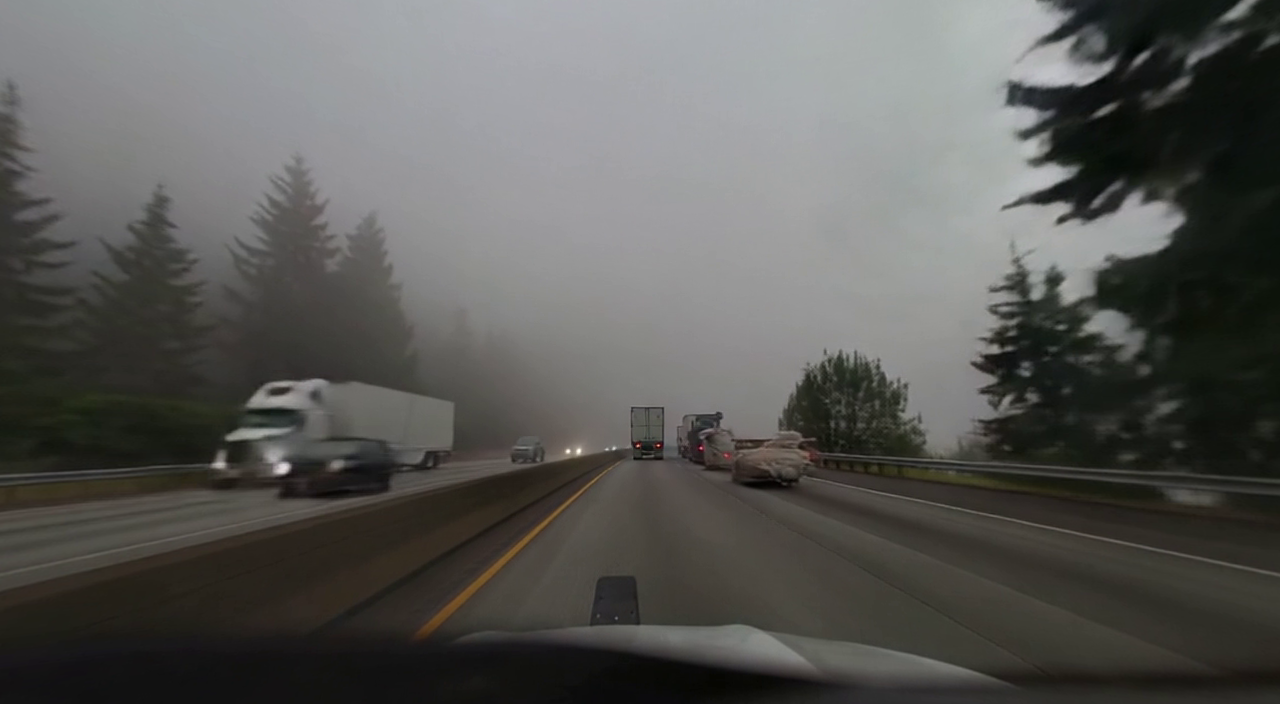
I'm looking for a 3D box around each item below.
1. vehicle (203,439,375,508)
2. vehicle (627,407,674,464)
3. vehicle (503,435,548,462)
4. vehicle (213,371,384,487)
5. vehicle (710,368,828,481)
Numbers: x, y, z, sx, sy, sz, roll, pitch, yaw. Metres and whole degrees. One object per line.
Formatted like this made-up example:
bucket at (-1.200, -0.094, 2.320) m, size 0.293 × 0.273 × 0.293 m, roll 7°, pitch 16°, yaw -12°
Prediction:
vehicle at (-8.708, 3.009, 16.176) m, size 1.900 × 1.495 × 4.478 m, roll 0°, pitch -8°, yaw -1°
vehicle at (0.585, 5.319, 39.895) m, size 2.644 × 3.247 × 7.454 m, roll 0°, pitch -8°, yaw 0°
vehicle at (-8.207, 6.975, 45.735) m, size 2.294 × 1.856 × 4.734 m, roll -1°, pitch -8°, yaw 1°
vehicle at (-13.072, 3.091, 24.919) m, size 2.939 × 3.930 × 6.425 m, roll -1°, pitch -8°, yaw 1°
vehicle at (4.513, 2.775, 23.498) m, size 2.956 × 3.604 × 6.277 m, roll 0°, pitch -8°, yaw -1°
